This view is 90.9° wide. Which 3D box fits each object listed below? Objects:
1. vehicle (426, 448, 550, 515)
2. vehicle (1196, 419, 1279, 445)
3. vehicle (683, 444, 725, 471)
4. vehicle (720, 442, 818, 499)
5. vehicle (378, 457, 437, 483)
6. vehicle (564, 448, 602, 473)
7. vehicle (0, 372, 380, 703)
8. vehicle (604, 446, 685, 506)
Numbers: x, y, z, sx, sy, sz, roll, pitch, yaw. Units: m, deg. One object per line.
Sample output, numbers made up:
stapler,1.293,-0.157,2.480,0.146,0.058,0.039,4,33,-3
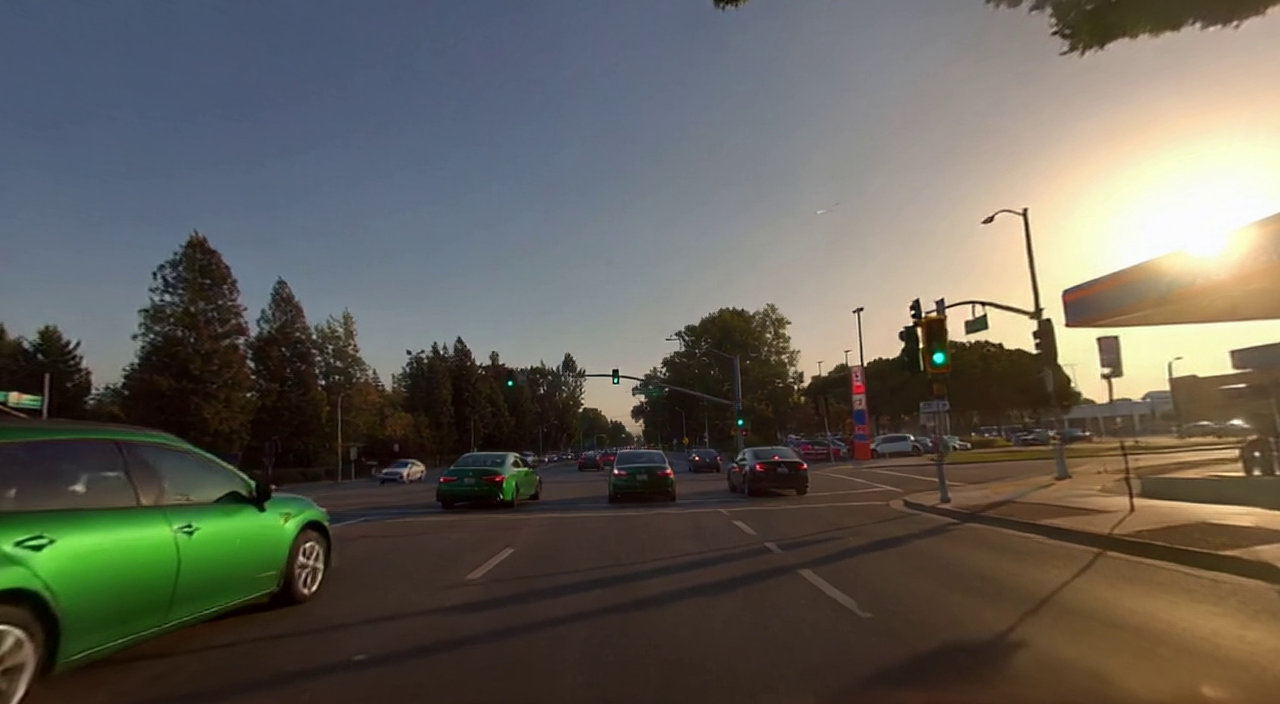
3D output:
vehicle,-3.721,3.234,16.353,1.995,1.436,4.500,-1,-8,2
vehicle,41.681,5.615,43.897,1.918,1.705,4.846,-1,-9,8
vehicle,3.851,6.394,38.514,1.942,1.482,4.623,0,-8,-1
vehicle,3.675,3.441,18.818,1.920,1.479,4.548,0,-8,-1
vehicle,-14.864,7.541,40.569,1.946,1.504,4.504,-1,-8,2
vehicle,-3.586,6.948,40.617,1.896,1.501,4.390,-1,-8,2
vehicle,-3.701,1.146,4.017,2.023,1.687,4.874,0,-8,0
vehicle,0.089,3.365,17.592,1.994,1.433,3.894,0,-8,0
